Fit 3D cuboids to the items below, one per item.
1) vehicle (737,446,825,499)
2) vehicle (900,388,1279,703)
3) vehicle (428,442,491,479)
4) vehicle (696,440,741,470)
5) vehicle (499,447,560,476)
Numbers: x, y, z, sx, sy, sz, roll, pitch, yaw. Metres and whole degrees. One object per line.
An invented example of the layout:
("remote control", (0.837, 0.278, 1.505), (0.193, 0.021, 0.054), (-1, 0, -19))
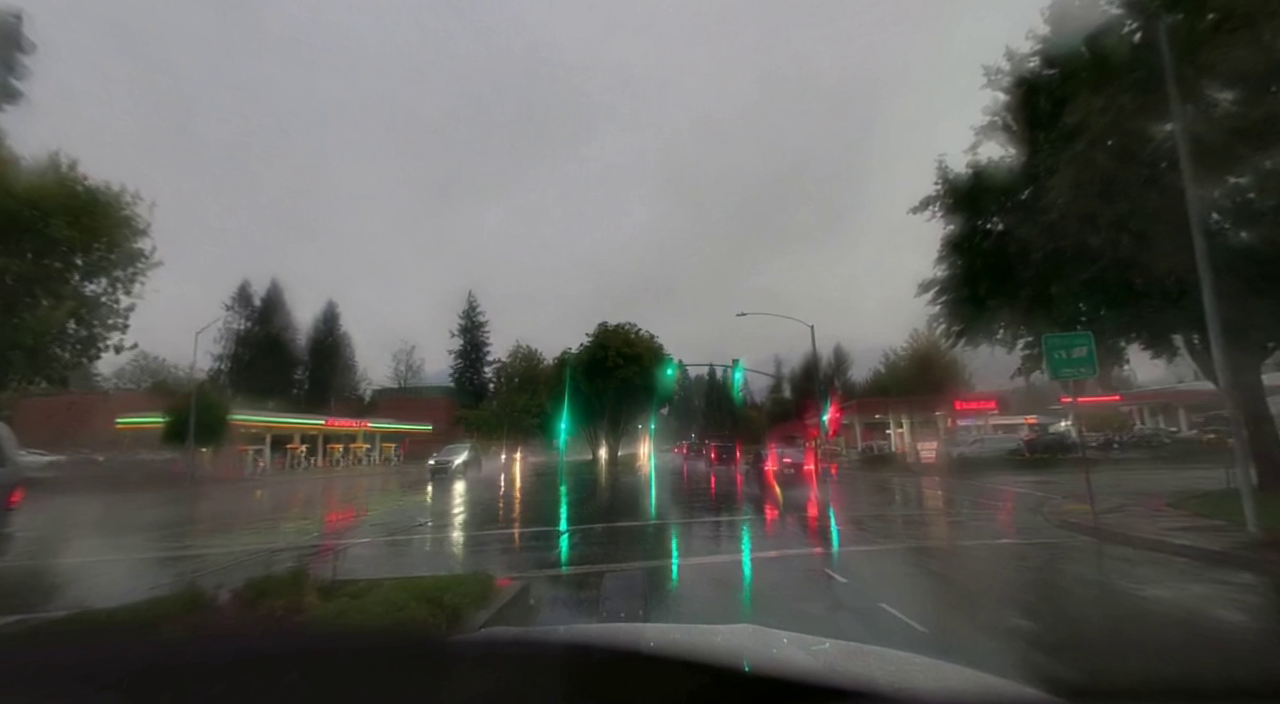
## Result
("vehicle", (4.264, 3.698, 19.763), (1.871, 1.442, 4.122), (0, -9, 1))
("vehicle", (3.799, 1.256, 4.482), (1.875, 1.665, 4.931), (0, -9, 1))
("vehicle", (-10.218, 6.200, 36.019), (2.416, 1.903, 4.339), (-1, -10, -2))
("vehicle", (5.447, 7.273, 44.674), (2.611, 1.983, 5.165), (0, -9, 1))
("vehicle", (-6.991, 6.997, 40.551), (2.842, 1.476, 4.980), (-3, -7, 2))
